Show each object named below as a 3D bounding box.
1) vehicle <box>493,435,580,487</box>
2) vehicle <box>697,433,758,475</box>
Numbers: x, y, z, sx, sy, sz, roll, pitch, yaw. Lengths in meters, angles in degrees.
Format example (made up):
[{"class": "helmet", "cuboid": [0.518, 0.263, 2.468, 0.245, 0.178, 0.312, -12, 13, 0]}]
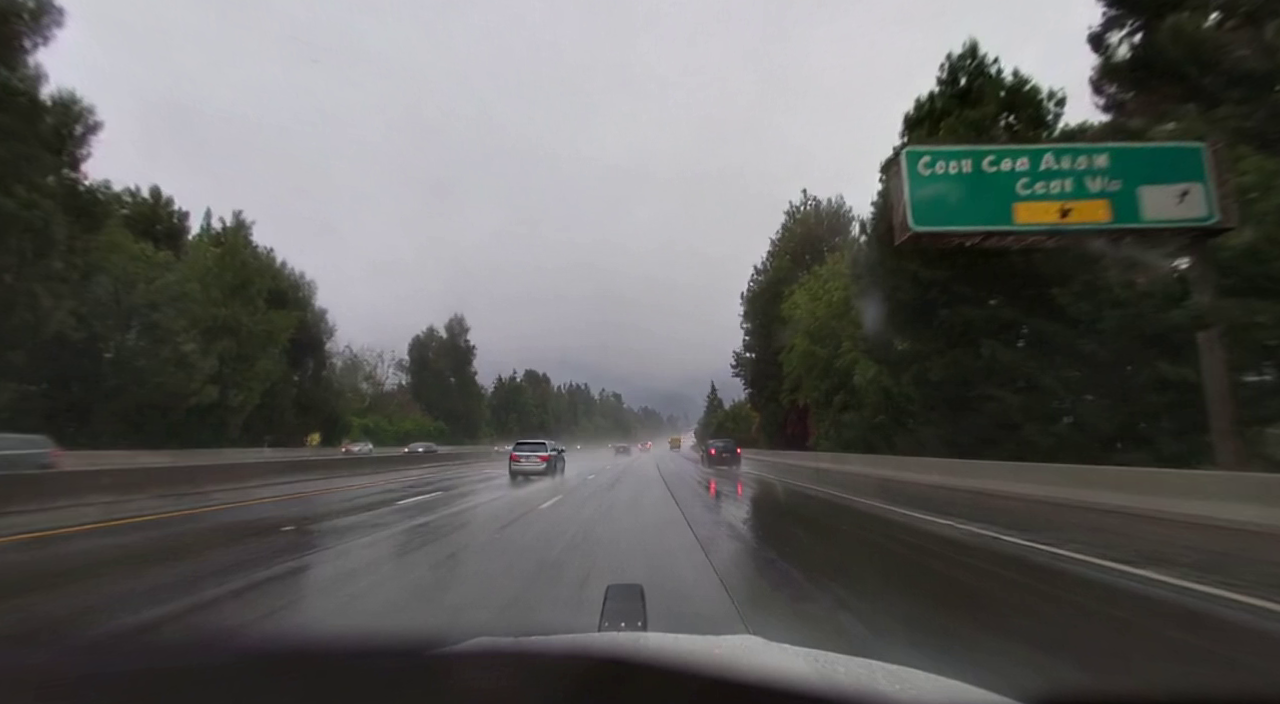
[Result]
[{"class": "vehicle", "cuboid": [-3.448, 3.727, 21.769, 2.166, 1.608, 4.297, 0, -8, 1]}, {"class": "vehicle", "cuboid": [3.998, 4.769, 29.485, 2.149, 1.796, 4.487, 0, -8, -1]}]
